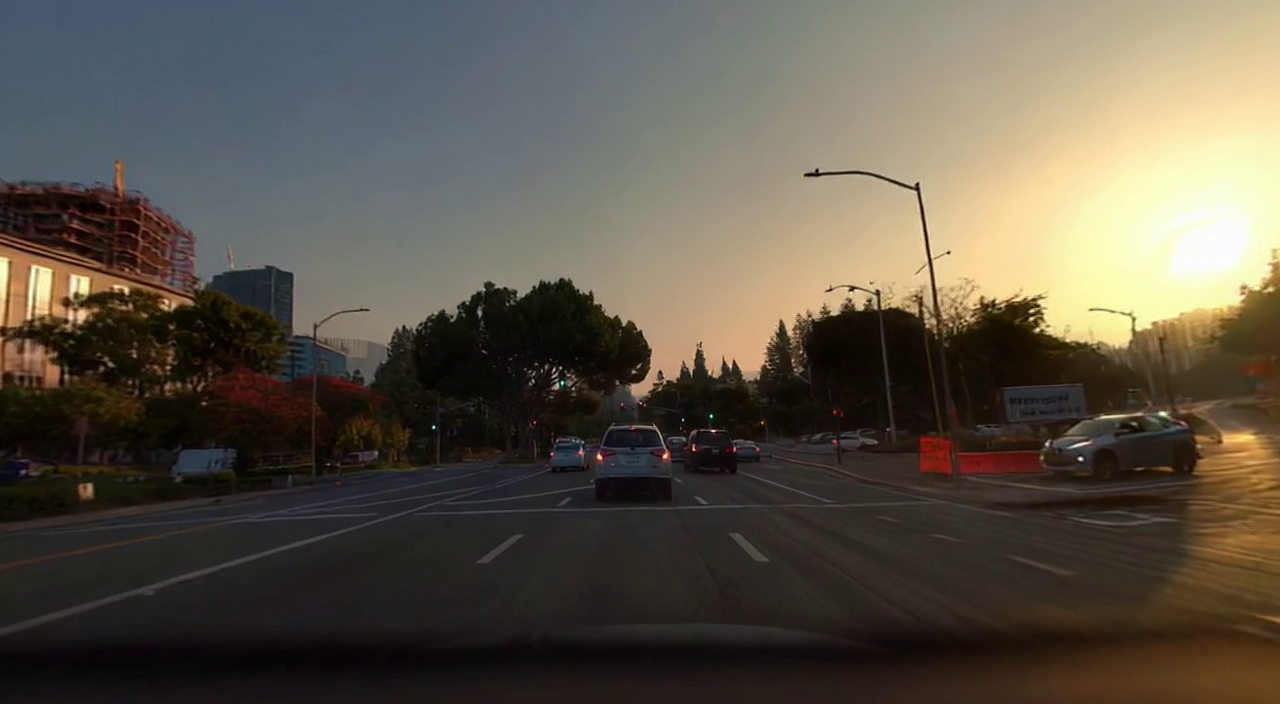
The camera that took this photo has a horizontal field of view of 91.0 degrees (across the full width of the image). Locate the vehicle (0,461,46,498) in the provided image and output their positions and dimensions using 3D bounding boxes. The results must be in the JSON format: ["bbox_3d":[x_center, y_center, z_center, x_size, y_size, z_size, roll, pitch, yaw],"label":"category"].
[{"bbox_3d":[-33.415,6.732,33.469,4.692,1.720,1.941,-7,-11,40],"label":"vehicle"}]

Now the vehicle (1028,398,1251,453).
[{"bbox_3d":[14.821,2.303,19.106,4.986,1.467,2.025,-6,-10,34],"label":"vehicle"}]

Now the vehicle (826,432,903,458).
[{"bbox_3d":[13.573,5.596,37.990,4.267,1.503,2.145,5,-10,-32],"label":"vehicle"}]

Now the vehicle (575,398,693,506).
[{"bbox_3d":[-0.264,2.422,15.514,2.350,2.122,5.801,0,-8,-3],"label":"vehicle"}]
